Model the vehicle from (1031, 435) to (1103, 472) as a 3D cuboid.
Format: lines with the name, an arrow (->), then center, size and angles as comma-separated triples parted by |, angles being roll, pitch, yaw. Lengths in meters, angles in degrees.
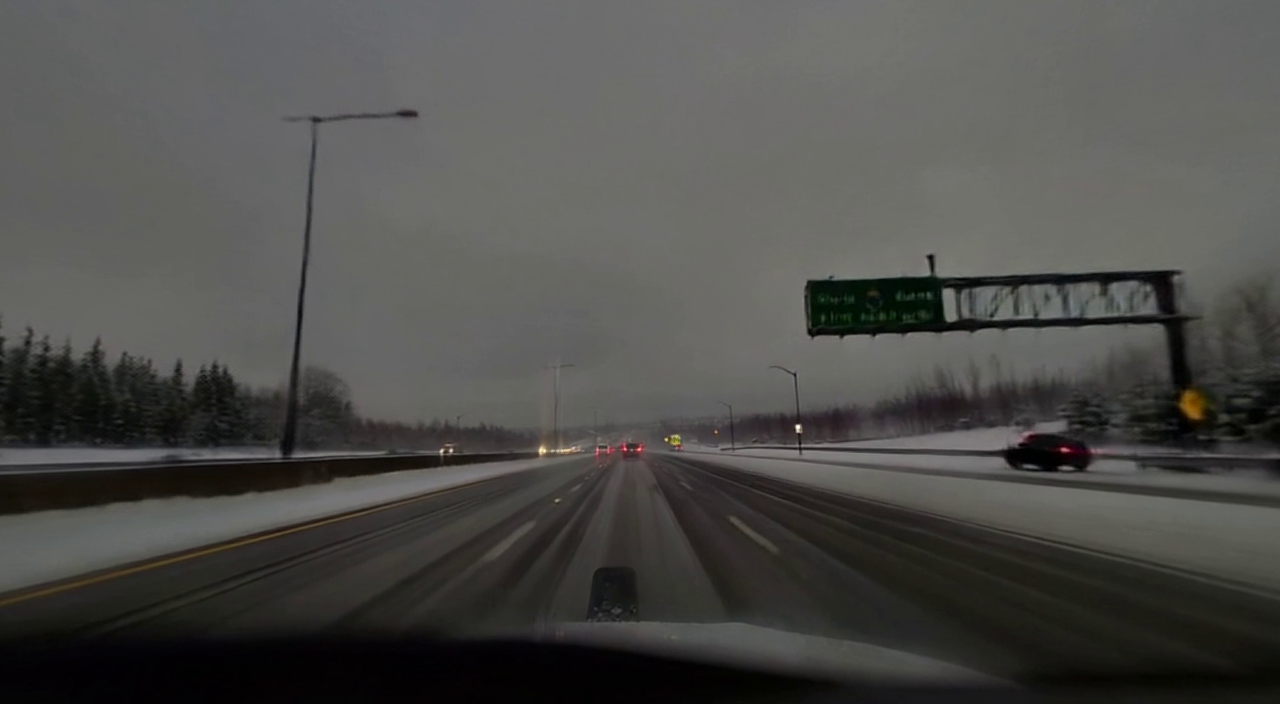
vehicle -> 24.915, 5.852, 36.714 | 2.669, 1.972, 6.141 | -7, -11, 39
